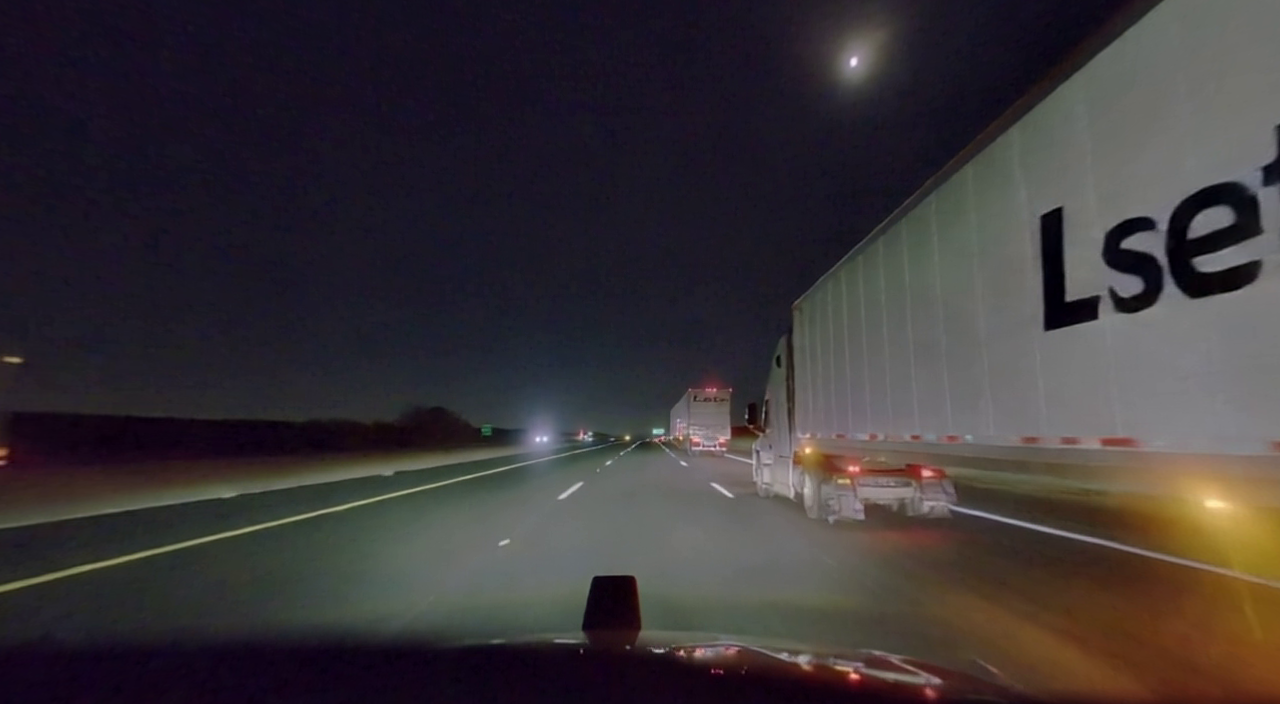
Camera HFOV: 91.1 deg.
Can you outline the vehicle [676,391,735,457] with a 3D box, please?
[{"bbox_3d":[4.407,5.331,45.475,2.920,4.029,13.900,0,-8,1],"label":"vehicle"}]
